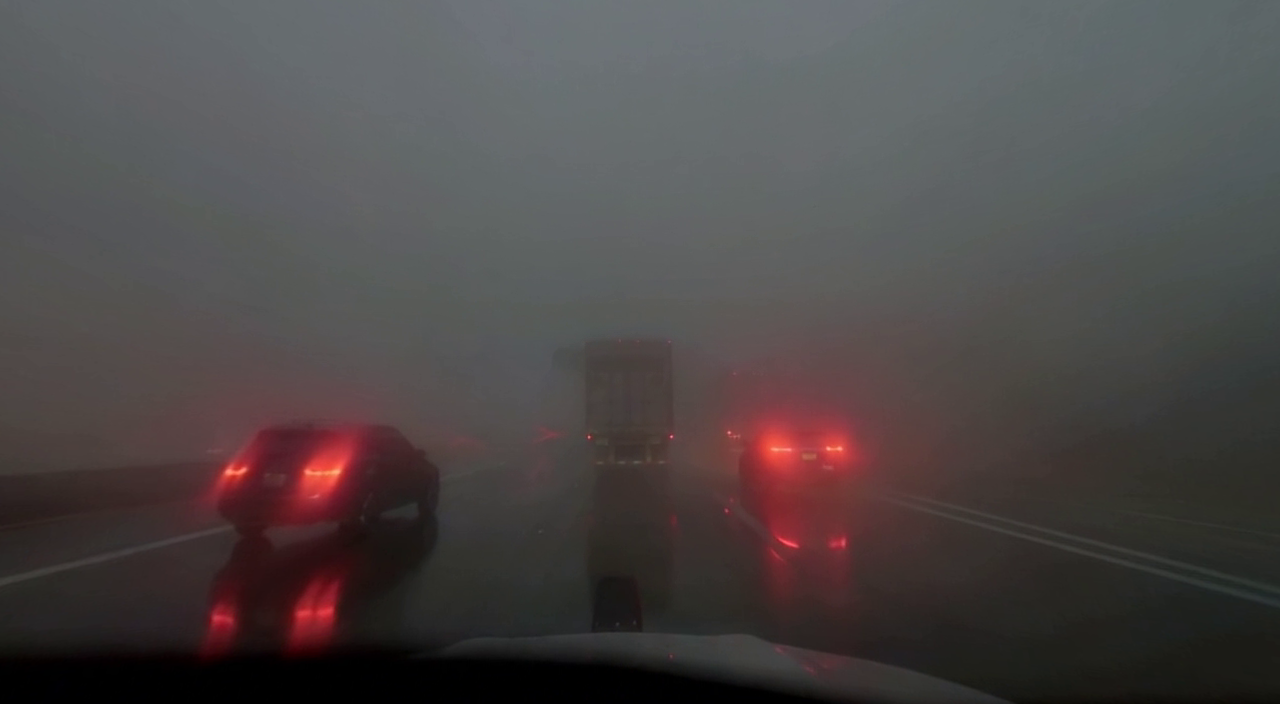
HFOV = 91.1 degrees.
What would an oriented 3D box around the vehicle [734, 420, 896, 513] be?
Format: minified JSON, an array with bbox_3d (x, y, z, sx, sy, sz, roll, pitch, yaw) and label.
[{"bbox_3d":[3.205,2.170,12.501,1.976,1.513,4.065,0,-8,-1],"label":"vehicle"}]

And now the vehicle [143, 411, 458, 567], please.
[{"bbox_3d":[-3.847,1.587,8.047,1.882,1.493,3.828,0,-8,0],"label":"vehicle"}]

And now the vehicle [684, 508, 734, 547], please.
[{"bbox_3d":[4.341,11.138,40.077,2.835,2.000,2.696,0,-7,-2],"label":"vehicle"}]

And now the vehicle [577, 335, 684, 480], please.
[{"bbox_3d":[-0.386,2.176,22.523,2.938,4.033,9.980,0,-8,-1],"label":"vehicle"}]

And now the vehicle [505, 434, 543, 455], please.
[{"bbox_3d":[-8.541,6.840,46.805,2.019,1.471,4.347,0,-8,0],"label":"vehicle"}]

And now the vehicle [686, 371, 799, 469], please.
[{"bbox_3d":[4.662,3.795,32.451,2.863,3.936,14.058,1,-9,-3],"label":"vehicle"}]

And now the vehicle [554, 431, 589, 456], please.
[{"bbox_3d":[-4.605,6.202,42.859,1.986,1.612,4.155,0,-8,0],"label":"vehicle"}]
